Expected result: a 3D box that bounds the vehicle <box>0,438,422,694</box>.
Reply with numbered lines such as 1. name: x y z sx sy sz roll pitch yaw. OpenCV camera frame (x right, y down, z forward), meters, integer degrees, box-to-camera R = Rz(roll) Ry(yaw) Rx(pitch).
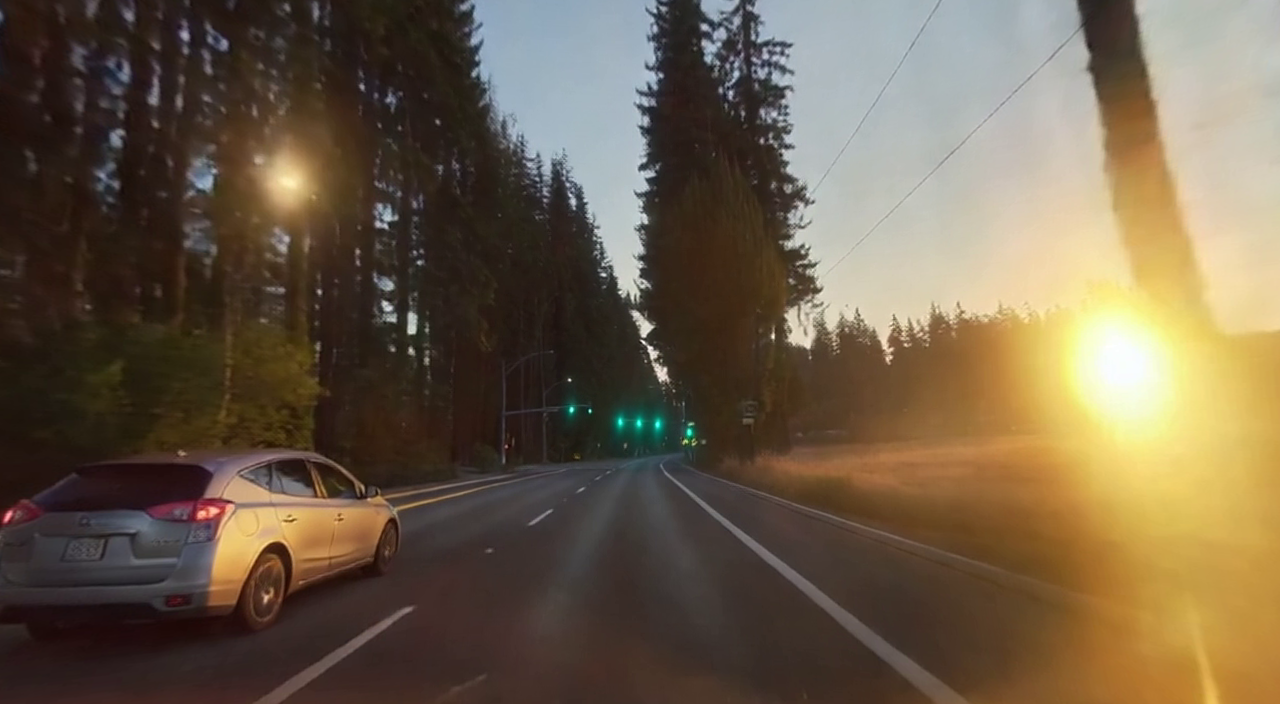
1. vehicle: -3.716 1.544 5.754 1.946 1.437 4.154 0 -9 0
